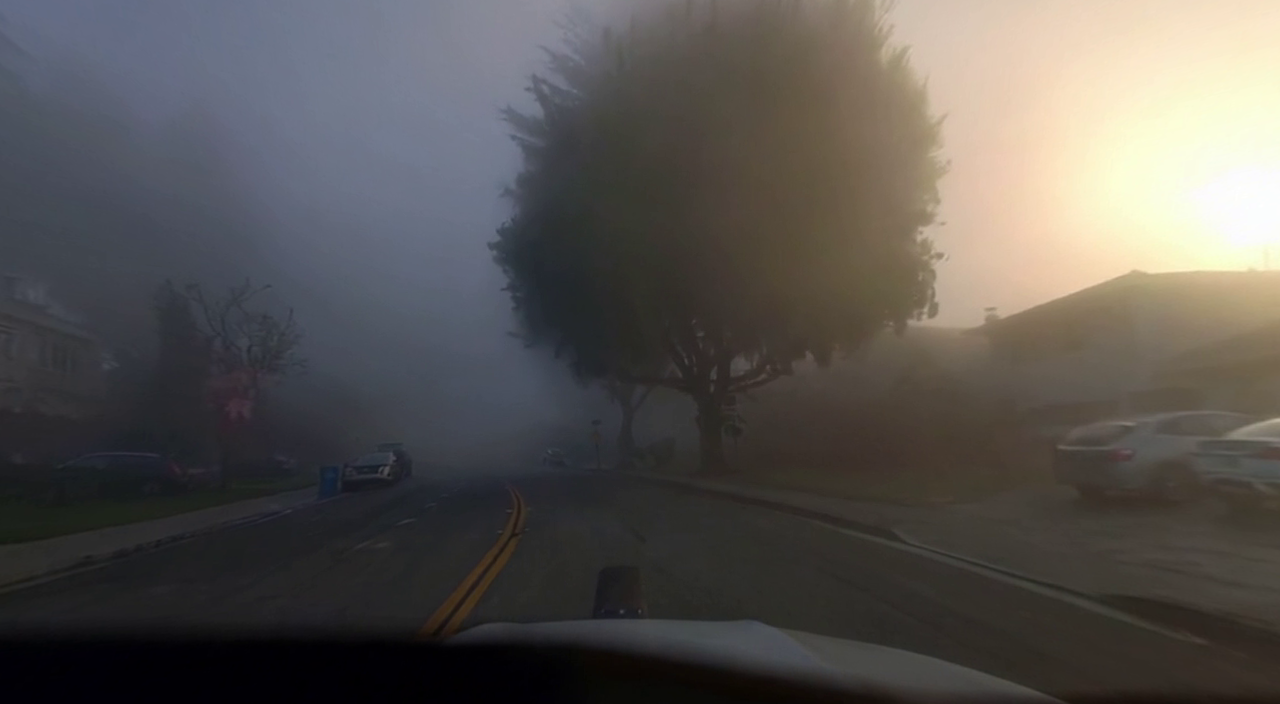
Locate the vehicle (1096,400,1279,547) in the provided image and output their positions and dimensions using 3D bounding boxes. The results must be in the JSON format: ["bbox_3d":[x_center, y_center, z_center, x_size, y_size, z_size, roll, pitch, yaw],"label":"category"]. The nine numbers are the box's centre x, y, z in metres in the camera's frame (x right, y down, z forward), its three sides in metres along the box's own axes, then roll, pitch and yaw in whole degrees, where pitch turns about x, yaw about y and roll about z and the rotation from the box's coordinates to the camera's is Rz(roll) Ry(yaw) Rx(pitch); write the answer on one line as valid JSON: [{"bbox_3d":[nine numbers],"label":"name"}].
[{"bbox_3d":[9.501,1.428,8.602,4.666,1.655,2.169,-7,-9,6],"label":"vehicle"}]

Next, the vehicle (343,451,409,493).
[{"bbox_3d":[-10.851,4.919,26.262,1.902,1.434,4.313,0,-8,-14],"label":"vehicle"}]

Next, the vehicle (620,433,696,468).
[{"bbox_3d":[1.252,6.817,43.867,5.011,1.782,2.115,-6,-6,1],"label":"vehicle"}]
